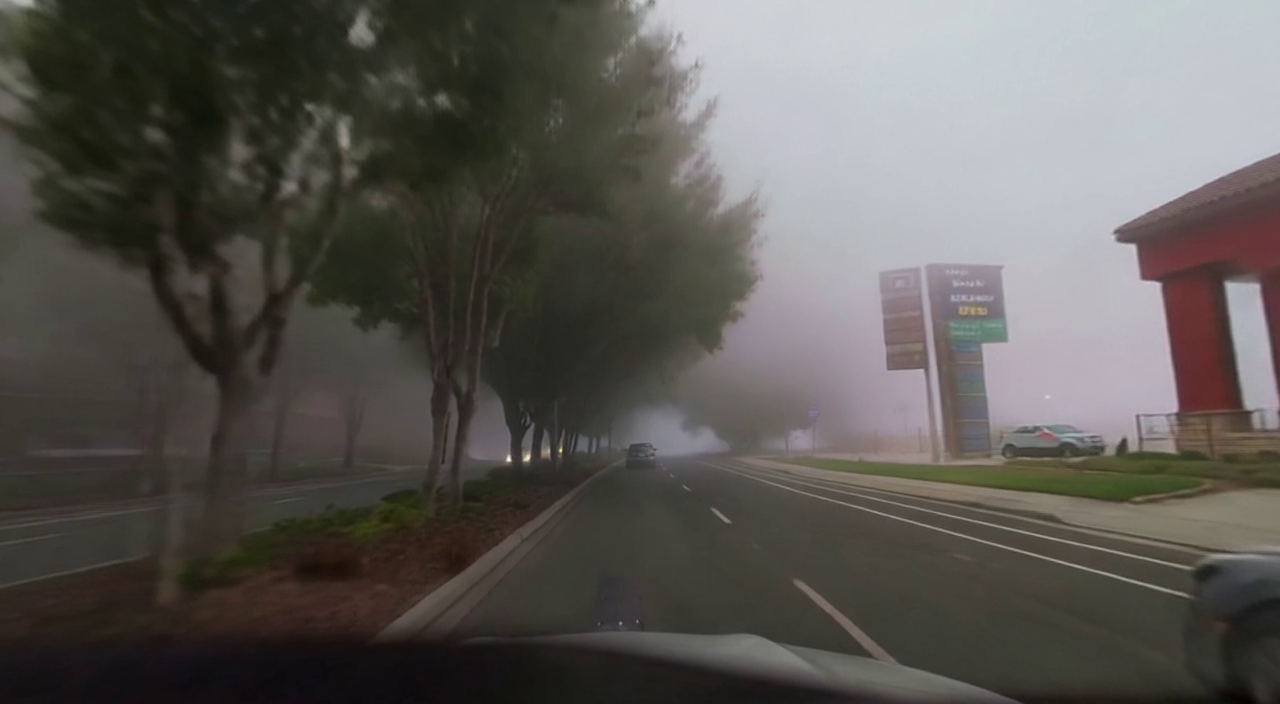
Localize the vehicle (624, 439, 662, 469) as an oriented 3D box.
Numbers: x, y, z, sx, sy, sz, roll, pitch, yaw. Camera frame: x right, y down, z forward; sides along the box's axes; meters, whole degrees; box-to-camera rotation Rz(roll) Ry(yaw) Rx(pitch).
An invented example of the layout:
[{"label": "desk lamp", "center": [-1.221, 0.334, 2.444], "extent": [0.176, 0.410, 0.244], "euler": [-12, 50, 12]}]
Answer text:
[{"label": "vehicle", "center": [0.229, 6.140, 38.260], "extent": [2.123, 1.703, 4.292], "euler": [0, -8, 1]}]

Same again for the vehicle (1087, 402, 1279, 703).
[{"label": "vehicle", "center": [3.624, 0.745, 1.118], "extent": [2.132, 1.497, 4.827], "euler": [0, -8, 0]}]
